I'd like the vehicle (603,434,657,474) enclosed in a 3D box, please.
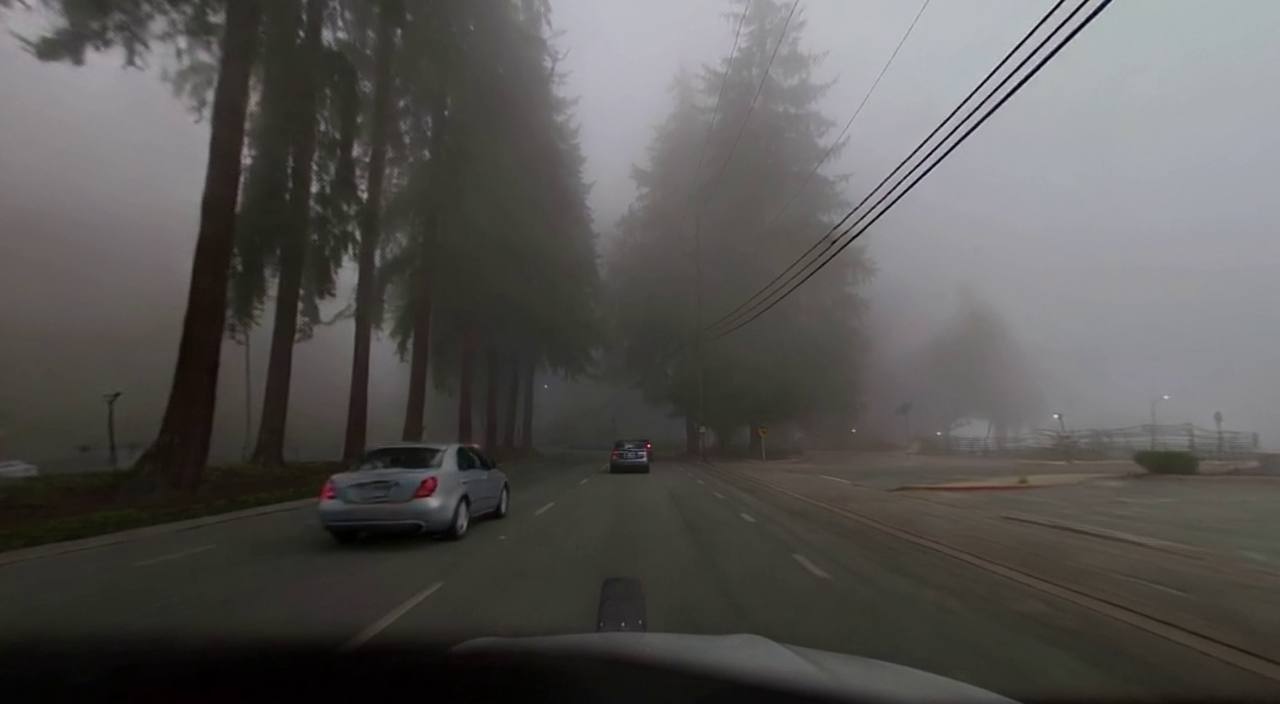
[{"bbox_3d":[-0.378,4.087,25.328,1.991,1.463,3.988,0,-8,0],"label":"vehicle"}]
